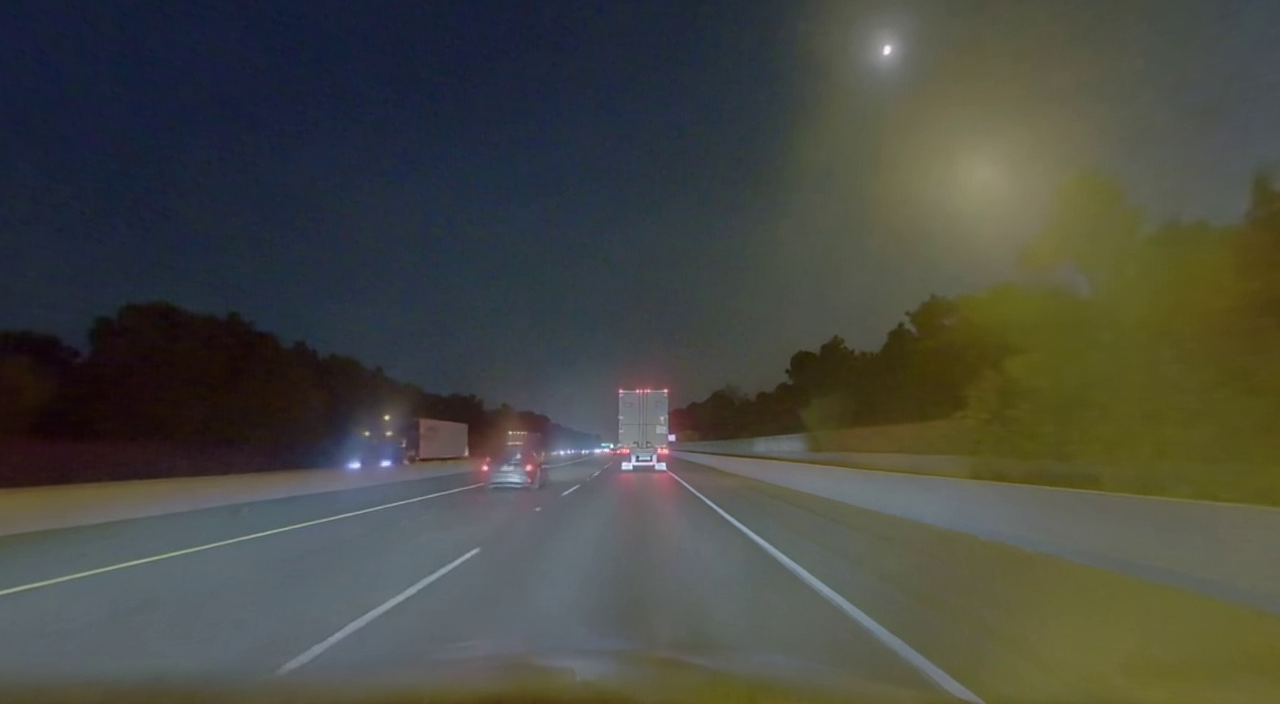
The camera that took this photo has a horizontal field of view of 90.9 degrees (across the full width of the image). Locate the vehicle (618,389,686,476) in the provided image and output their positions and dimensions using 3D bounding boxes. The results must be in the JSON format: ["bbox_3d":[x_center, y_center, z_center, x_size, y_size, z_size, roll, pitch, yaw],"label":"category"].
[{"bbox_3d":[0.437,4.291,32.628,2.959,3.828,9.617,0,-9,-1],"label":"vehicle"}]

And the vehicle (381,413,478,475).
[{"bbox_3d":[-13.482,6.122,41.544,3.118,3.575,9.694,0,-9,-1],"label":"vehicle"}]

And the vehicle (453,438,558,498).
[{"bbox_3d":[-3.834,3.429,18.996,2.074,1.546,4.946,0,-9,0],"label":"vehicle"}]
